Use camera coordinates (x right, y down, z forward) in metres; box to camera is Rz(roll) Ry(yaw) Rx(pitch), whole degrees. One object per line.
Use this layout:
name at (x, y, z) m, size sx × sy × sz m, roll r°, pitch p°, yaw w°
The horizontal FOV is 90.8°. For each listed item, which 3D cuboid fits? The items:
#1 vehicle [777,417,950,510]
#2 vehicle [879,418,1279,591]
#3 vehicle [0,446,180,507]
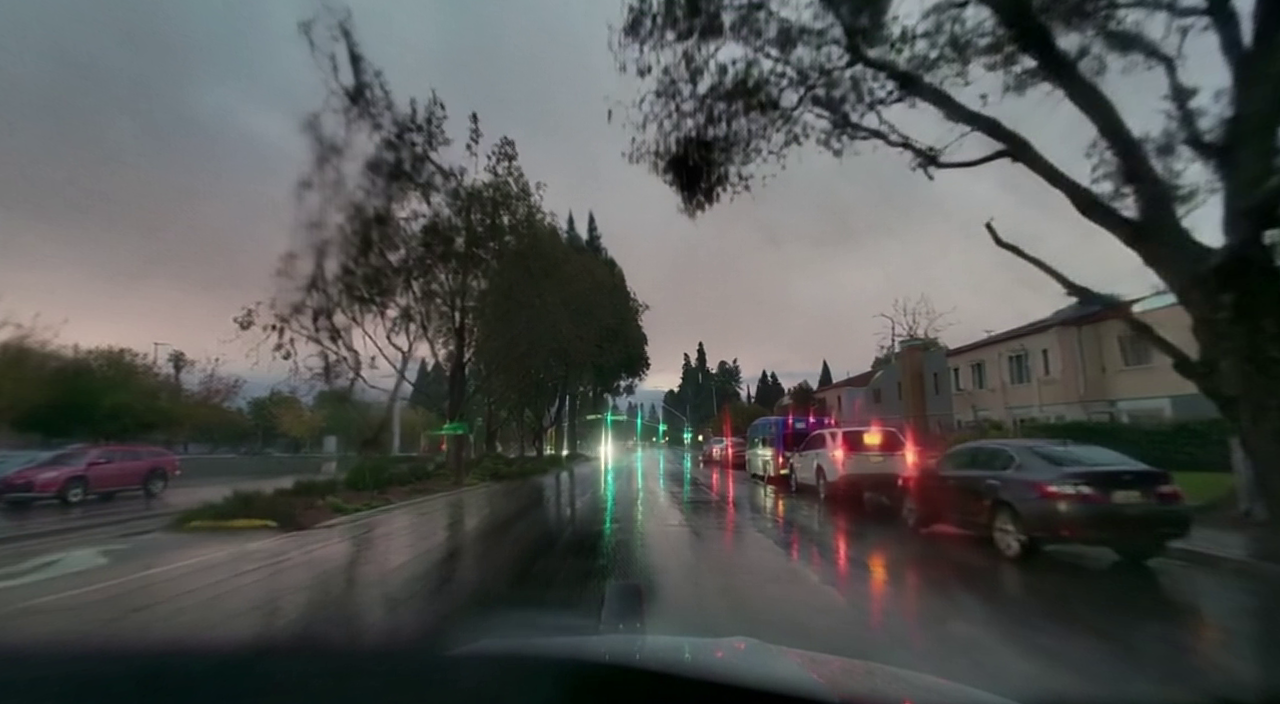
vehicle at (4.803, 2.496, 14.505) m, size 2.304 × 1.760 × 4.630 m, roll 0°, pitch -8°, yaw 1°
vehicle at (4.789, 1.645, 7.730) m, size 1.973 × 1.465 × 4.440 m, roll 0°, pitch -8°, yaw 0°
vehicle at (-18.996, 4.195, 21.885) m, size 2.166 × 1.804 × 4.897 m, roll -1°, pitch -8°, yaw 3°
